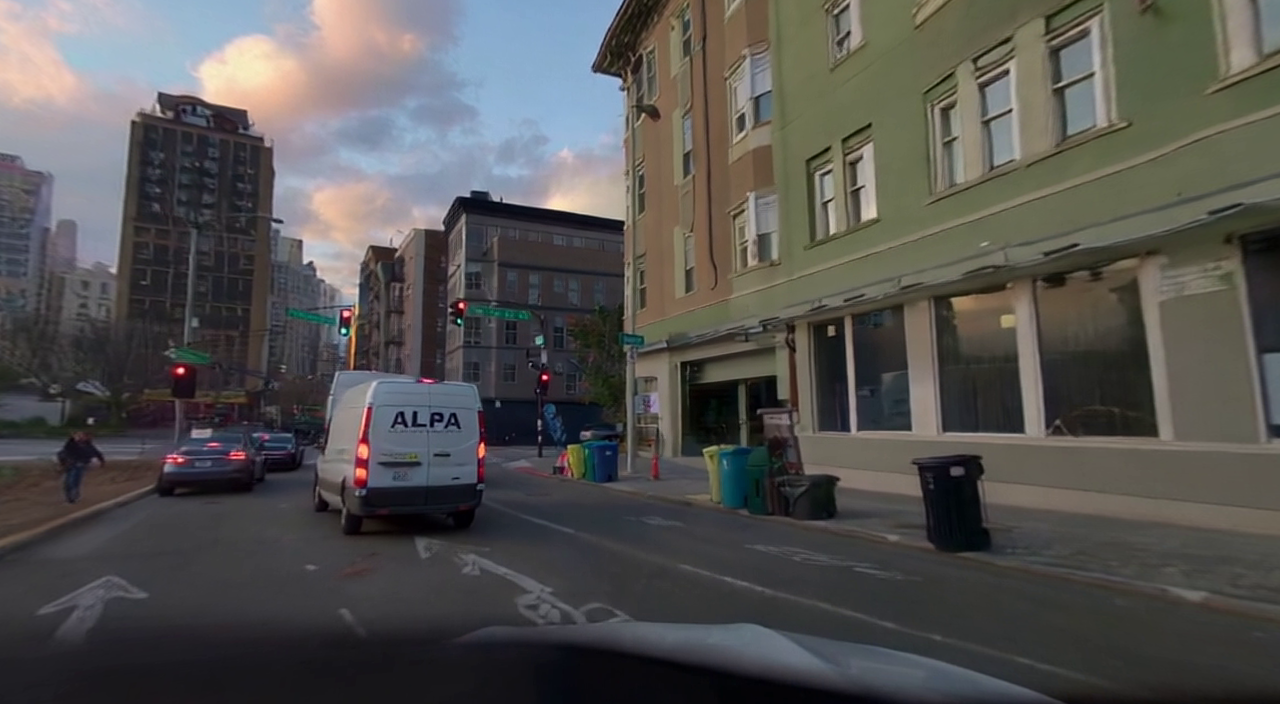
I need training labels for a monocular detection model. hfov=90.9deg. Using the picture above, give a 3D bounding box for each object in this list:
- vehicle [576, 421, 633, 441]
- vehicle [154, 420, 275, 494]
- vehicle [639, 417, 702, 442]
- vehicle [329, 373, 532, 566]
[{"bbox_3d":[-2.638,5.995,47.460,3.885,1.449,1.757,5,-9,-28],"label":"vehicle"},{"bbox_3d":[-9.691,2.377,14.622,1.841,1.461,3.426,4,-9,-27],"label":"vehicle"},{"bbox_3d":[2.082,5.283,42.514,4.020,1.572,1.718,6,-10,-32],"label":"vehicle"},{"bbox_3d":[-3.090,1.478,8.654,1.951,1.907,4.266,4,-9,-27],"label":"vehicle"}]
